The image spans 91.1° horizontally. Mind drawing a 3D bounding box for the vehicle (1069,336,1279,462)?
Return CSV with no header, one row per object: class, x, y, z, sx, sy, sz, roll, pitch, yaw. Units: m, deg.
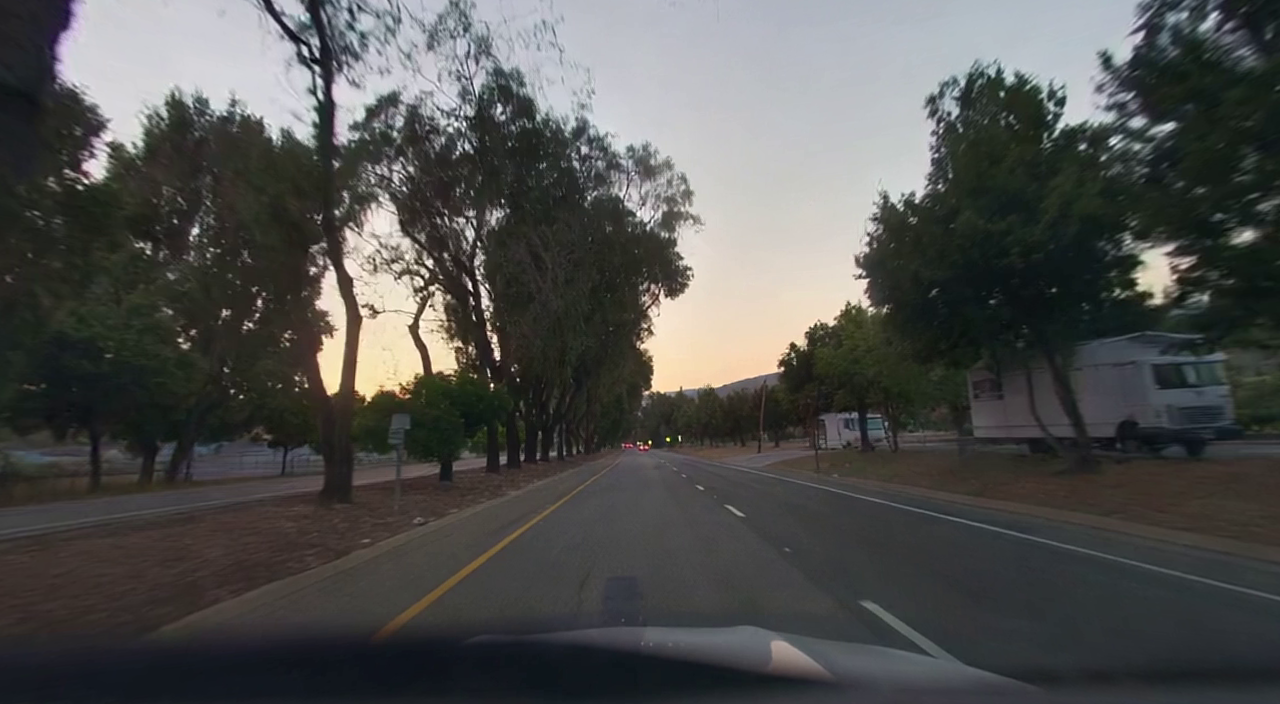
vehicle,13.156,1.264,15.352,2.789,2.725,3.463,-1,-8,3
